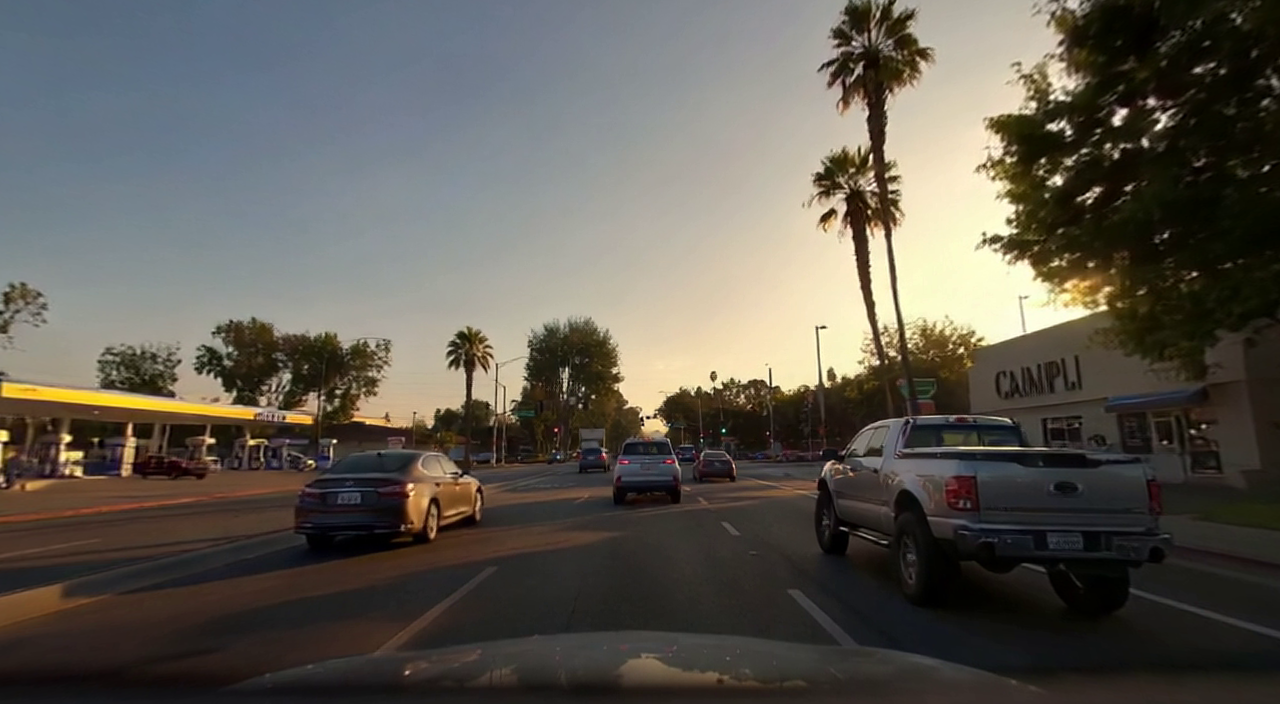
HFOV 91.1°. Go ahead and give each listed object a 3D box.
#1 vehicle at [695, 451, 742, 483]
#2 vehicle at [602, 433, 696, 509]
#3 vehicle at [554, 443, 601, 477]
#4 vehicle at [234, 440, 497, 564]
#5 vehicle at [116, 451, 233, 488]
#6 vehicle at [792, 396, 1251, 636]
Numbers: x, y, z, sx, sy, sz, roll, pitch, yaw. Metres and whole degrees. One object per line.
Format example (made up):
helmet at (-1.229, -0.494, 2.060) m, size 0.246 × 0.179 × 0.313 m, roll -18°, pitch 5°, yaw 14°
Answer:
vehicle at (3.833, 5.668, 31.191) m, size 1.901 × 1.401 × 3.965 m, roll 0°, pitch -8°, yaw 1°
vehicle at (0.255, 3.298, 18.050) m, size 2.295 × 1.835 × 5.471 m, roll 0°, pitch -8°, yaw 1°
vehicle at (-3.491, 6.144, 35.955) m, size 2.071 × 1.811 × 4.605 m, roll 0°, pitch -8°, yaw 2°
vehicle at (-3.927, 2.203, 10.140) m, size 1.983 × 1.502 × 4.720 m, roll 0°, pitch -8°, yaw 2°
vehicle at (-29.239, 7.356, 39.832) m, size 2.543 × 2.092 × 6.613 m, roll 0°, pitch -8°, yaw -2°
vehicle at (3.601, 1.664, 7.654) m, size 2.120 × 1.828 × 5.531 m, roll 0°, pitch -8°, yaw 0°
